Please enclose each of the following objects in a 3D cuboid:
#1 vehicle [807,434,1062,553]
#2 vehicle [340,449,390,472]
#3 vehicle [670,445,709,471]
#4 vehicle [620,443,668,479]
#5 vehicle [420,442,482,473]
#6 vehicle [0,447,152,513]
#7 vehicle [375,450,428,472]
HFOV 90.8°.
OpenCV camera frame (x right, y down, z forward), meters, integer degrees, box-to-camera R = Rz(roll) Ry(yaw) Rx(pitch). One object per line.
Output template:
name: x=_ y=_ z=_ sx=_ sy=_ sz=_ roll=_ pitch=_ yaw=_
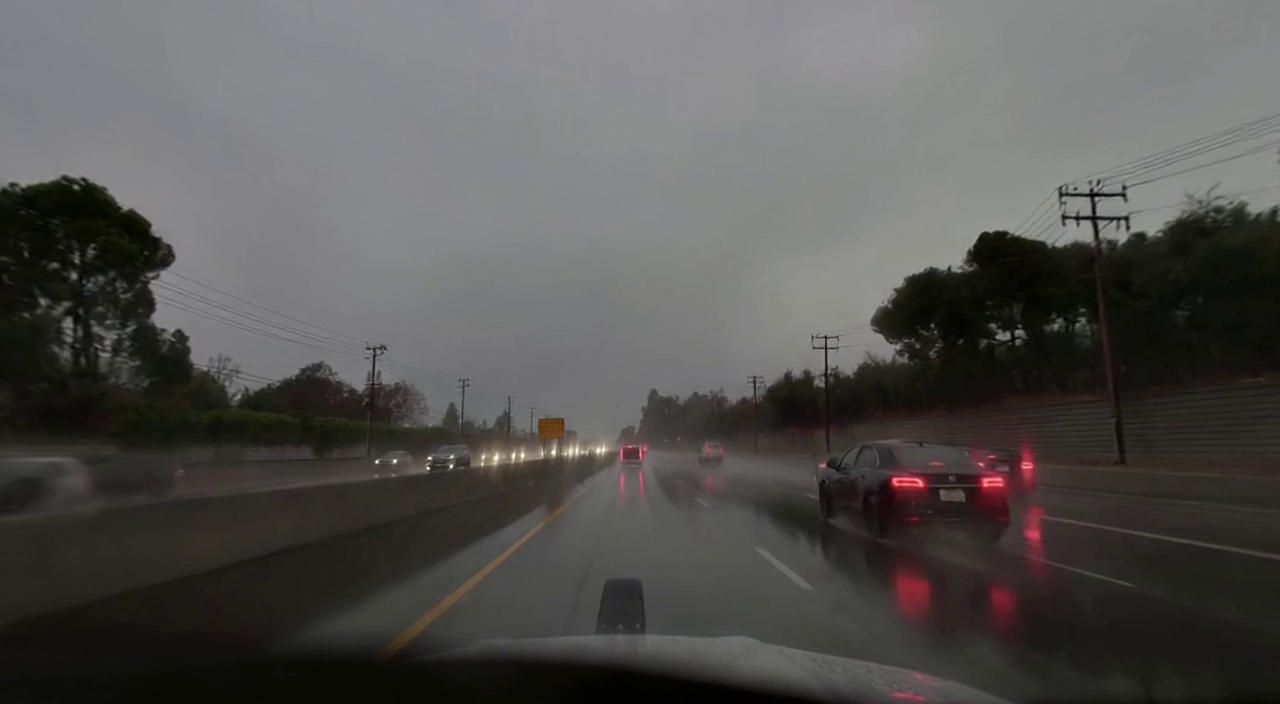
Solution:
vehicle: x=4.442 y=2.187 z=10.569 sx=2.069 sy=1.520 sz=4.614 roll=0 pitch=-8 yaw=0
vehicle: x=-21.214 y=8.367 z=48.944 sx=1.916 sy=1.632 sz=4.245 roll=0 pitch=-9 yaw=1
vehicle: x=2.947 y=6.423 z=38.449 sx=1.981 sy=1.480 sz=4.316 roll=0 pitch=-8 yaw=-1
vehicle: x=0.103 y=4.842 z=28.366 sx=1.993 sy=1.506 sz=3.883 roll=0 pitch=-8 yaw=-2
vehicle: x=-10.799 y=6.055 z=36.472 sx=2.042 sy=1.697 sz=4.552 roll=0 pitch=-8 yaw=1
vehicle: x=-17.658 y=3.712 z=18.993 sx=2.059 sy=1.699 sz=4.812 roll=0 pitch=-9 yaw=1
vehicle: x=-17.205 y=7.865 z=45.824 sx=2.010 sy=1.490 sz=4.503 roll=0 pitch=-9 yaw=1
